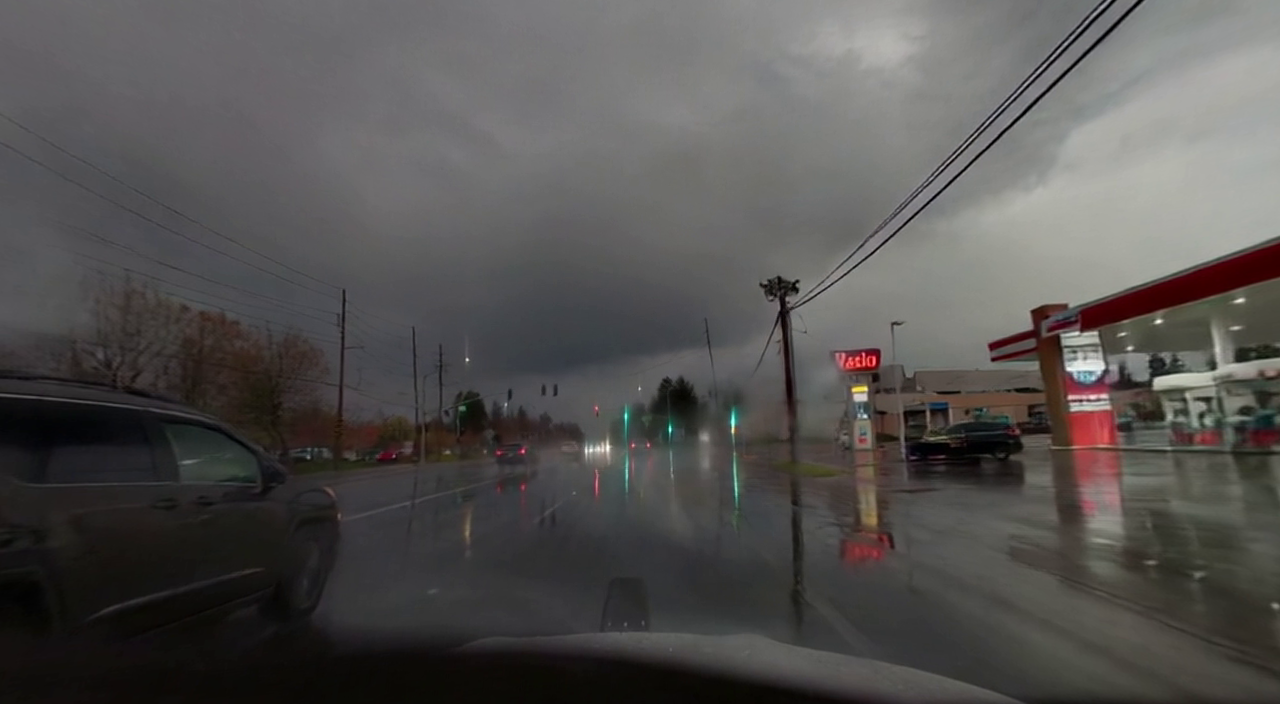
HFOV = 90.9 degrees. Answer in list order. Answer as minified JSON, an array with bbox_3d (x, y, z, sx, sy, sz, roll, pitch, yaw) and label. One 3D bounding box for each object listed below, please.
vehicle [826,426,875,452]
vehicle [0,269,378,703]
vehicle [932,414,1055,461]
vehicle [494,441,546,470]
[{"bbox_3d":[16.186,6.738,48.650,2.116,1.849,4.806,0,-8,0],"label":"vehicle"},{"bbox_3d":[-3.190,0.751,2.648,2.190,1.844,4.751,0,-8,-1],"label":"vehicle"},{"bbox_3d":[16.125,3.986,29.264,2.178,1.911,5.852,-1,-8,-2],"label":"vehicle"},{"bbox_3d":[-6.498,5.637,34.554,1.960,1.468,4.345,0,-8,1],"label":"vehicle"}]
